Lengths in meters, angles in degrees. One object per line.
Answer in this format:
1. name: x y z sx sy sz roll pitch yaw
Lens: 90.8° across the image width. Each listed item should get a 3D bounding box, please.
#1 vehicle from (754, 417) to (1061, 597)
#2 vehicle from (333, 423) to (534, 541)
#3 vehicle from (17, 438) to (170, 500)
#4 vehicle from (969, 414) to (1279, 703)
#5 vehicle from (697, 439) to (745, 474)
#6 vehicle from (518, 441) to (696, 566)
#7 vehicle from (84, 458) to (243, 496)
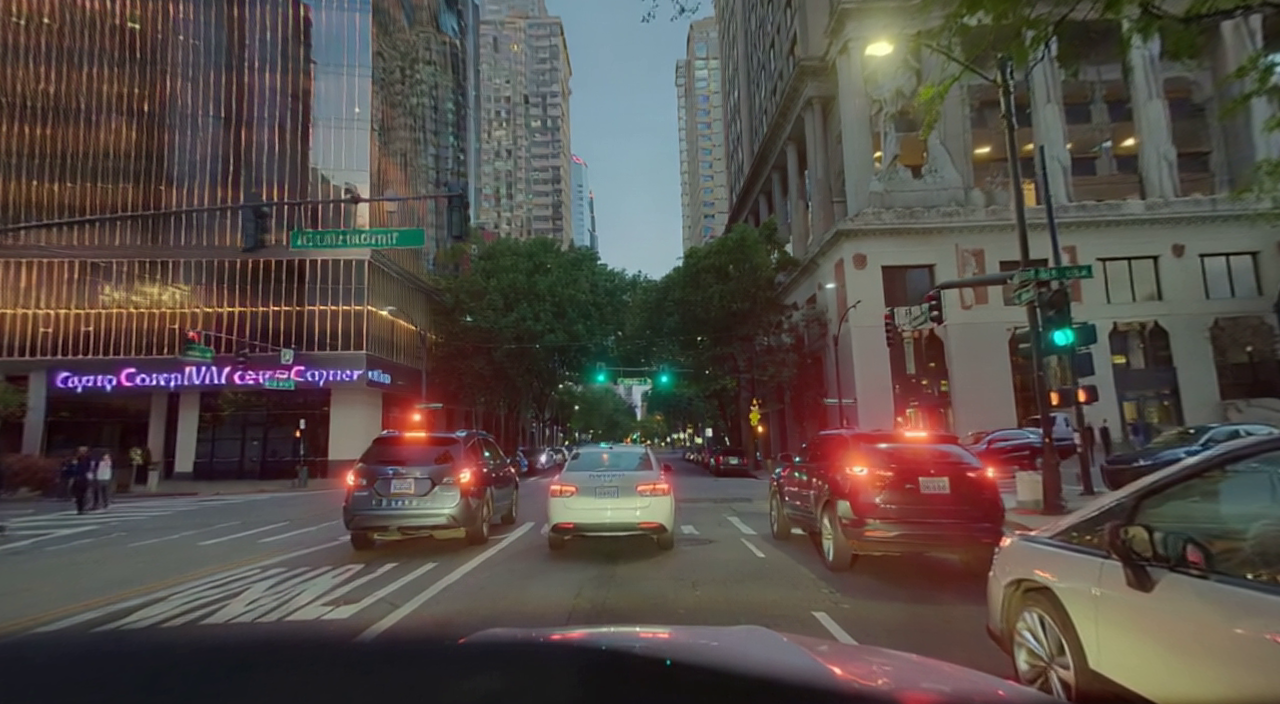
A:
1. vehicle: 3.039 1.860 8.599 2.072 1.735 4.759 0 -8 0
2. vehicle: -3.694 2.433 12.642 2.190 1.840 5.272 0 -8 0
3. vehicle: -30.886 6.566 35.909 5.896 3.276 2.809 1 -8 0
4. vehicle: 2.734 0.809 1.095 1.902 1.454 4.540 0 -8 0
5. vehicle: 5.656 7.388 45.000 2.420 2.300 5.313 0 -8 -3
6. vehicle: -0.411 2.098 9.571 2.092 1.454 4.132 0 -8 -1
7. vehicle: -20.059 5.261 26.739 5.153 1.449 1.966 0 -8 1
